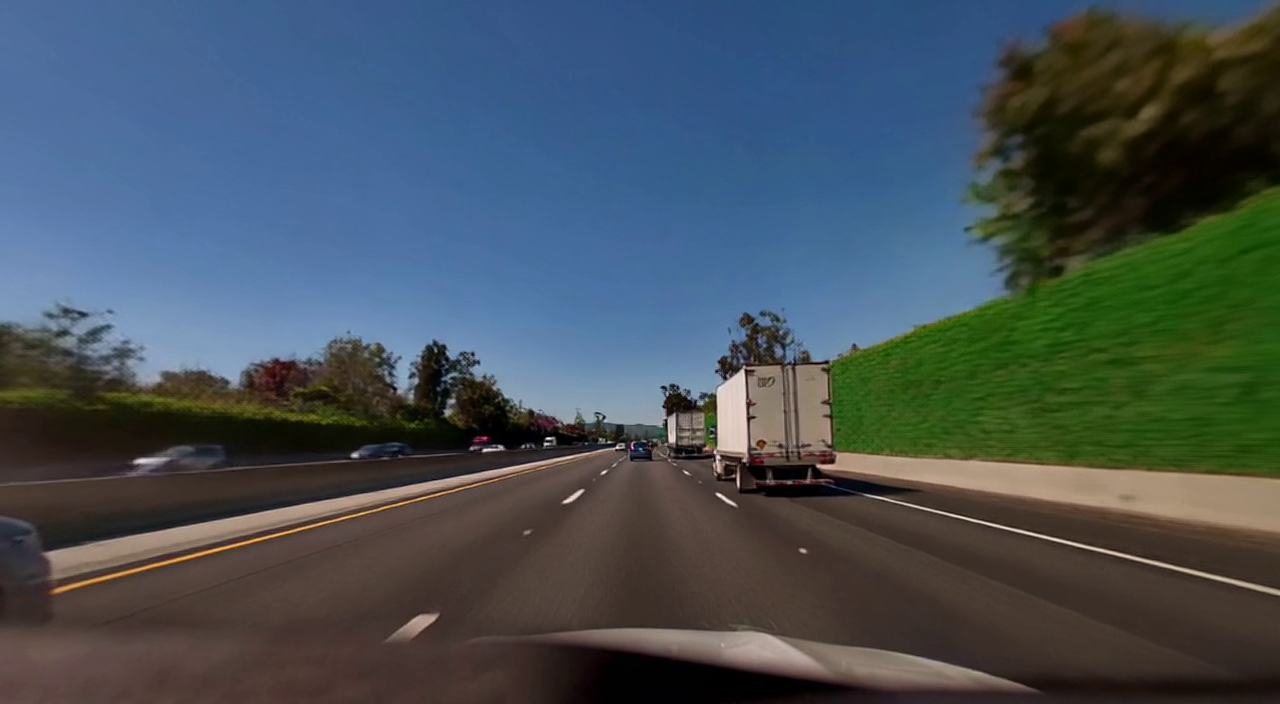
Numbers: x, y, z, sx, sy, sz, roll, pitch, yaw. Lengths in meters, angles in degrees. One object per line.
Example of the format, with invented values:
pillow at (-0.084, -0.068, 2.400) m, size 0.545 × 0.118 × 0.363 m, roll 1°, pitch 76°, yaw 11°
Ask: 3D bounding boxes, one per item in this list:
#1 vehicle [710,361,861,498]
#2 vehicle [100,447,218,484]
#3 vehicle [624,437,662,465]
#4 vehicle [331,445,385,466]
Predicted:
vehicle at (4.026, 2.487, 19.708) m, size 2.742 × 3.383 × 8.285 m, roll 0°, pitch -8°, yaw 0°
vehicle at (-20.513, 4.810, 27.085) m, size 1.736 × 1.426 × 4.120 m, roll 0°, pitch -8°, yaw 1°
vehicle at (0.223, 6.552, 41.767) m, size 2.389 × 1.760 × 4.473 m, roll 0°, pitch -8°, yaw 0°
vehicle at (-20.872, 7.682, 46.778) m, size 1.836 × 1.449 × 4.638 m, roll 0°, pitch -8°, yaw 1°
